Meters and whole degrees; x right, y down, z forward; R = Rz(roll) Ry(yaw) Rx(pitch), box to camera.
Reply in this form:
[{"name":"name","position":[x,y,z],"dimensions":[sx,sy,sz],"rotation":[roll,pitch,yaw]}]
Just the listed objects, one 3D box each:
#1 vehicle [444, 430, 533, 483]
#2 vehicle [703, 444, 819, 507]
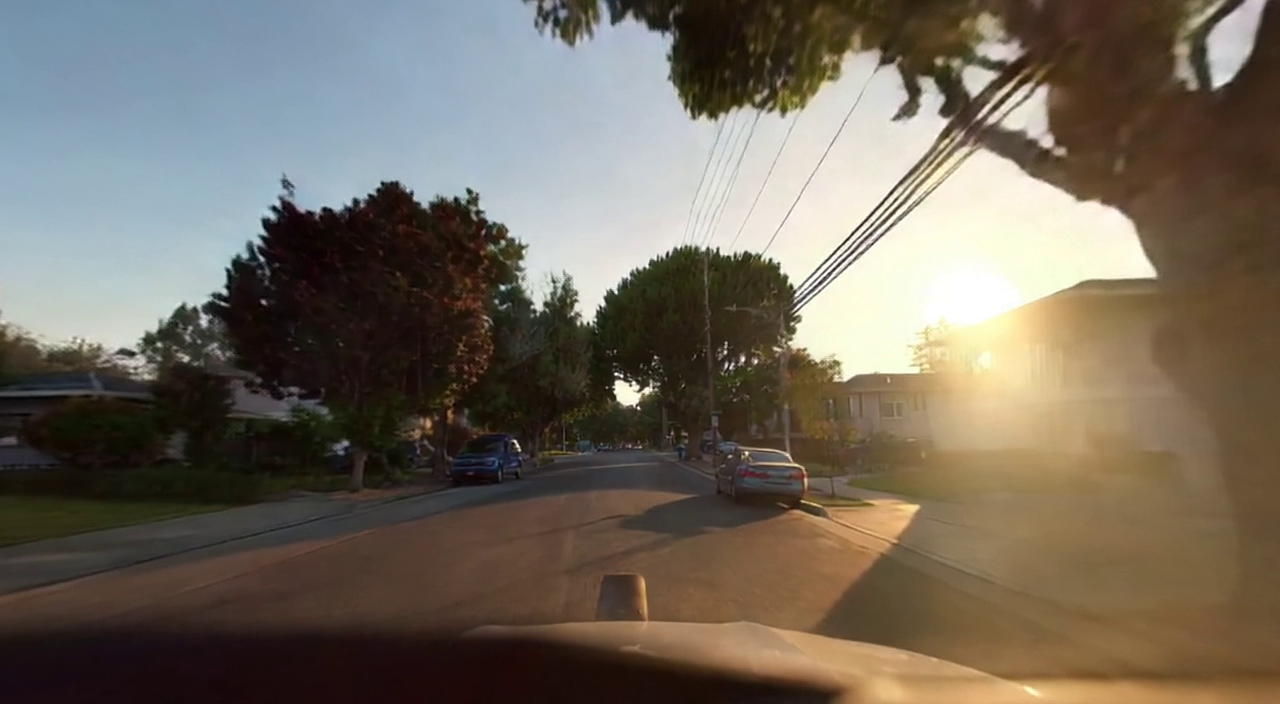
[{"name":"vehicle","position":[-6.020,4.227,25.831],"dimensions":[2.263,1.915,5.071],"rotation":[-1,-9,1]},{"name":"vehicle","position":[3.075,3.233,17.109],"dimensions":[1.944,1.439,4.500],"rotation":[1,-8,-4]}]
